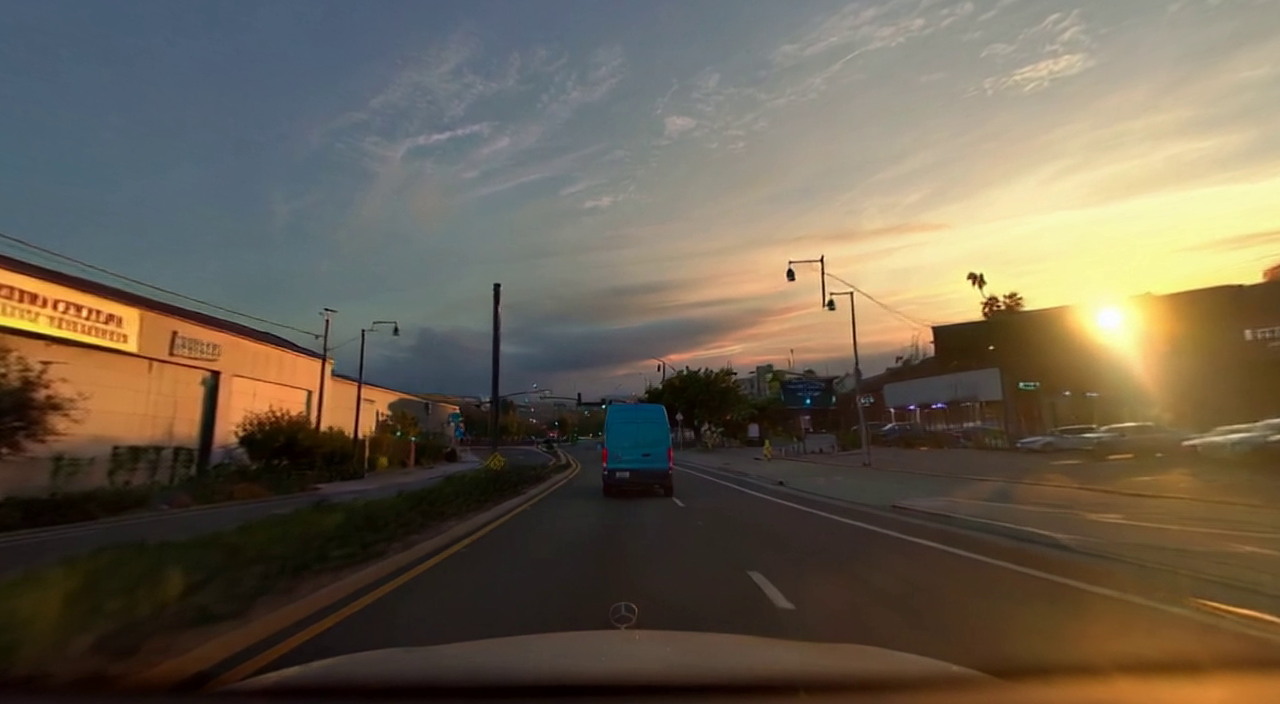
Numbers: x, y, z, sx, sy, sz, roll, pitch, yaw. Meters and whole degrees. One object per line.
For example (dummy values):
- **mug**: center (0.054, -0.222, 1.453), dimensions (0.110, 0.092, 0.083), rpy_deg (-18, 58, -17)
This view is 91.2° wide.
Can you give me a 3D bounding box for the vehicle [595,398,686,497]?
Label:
- **vehicle**: center (-0.089, 2.990, 19.742), dimensions (2.432, 2.624, 5.670), rpy_deg (0, -8, -2)
